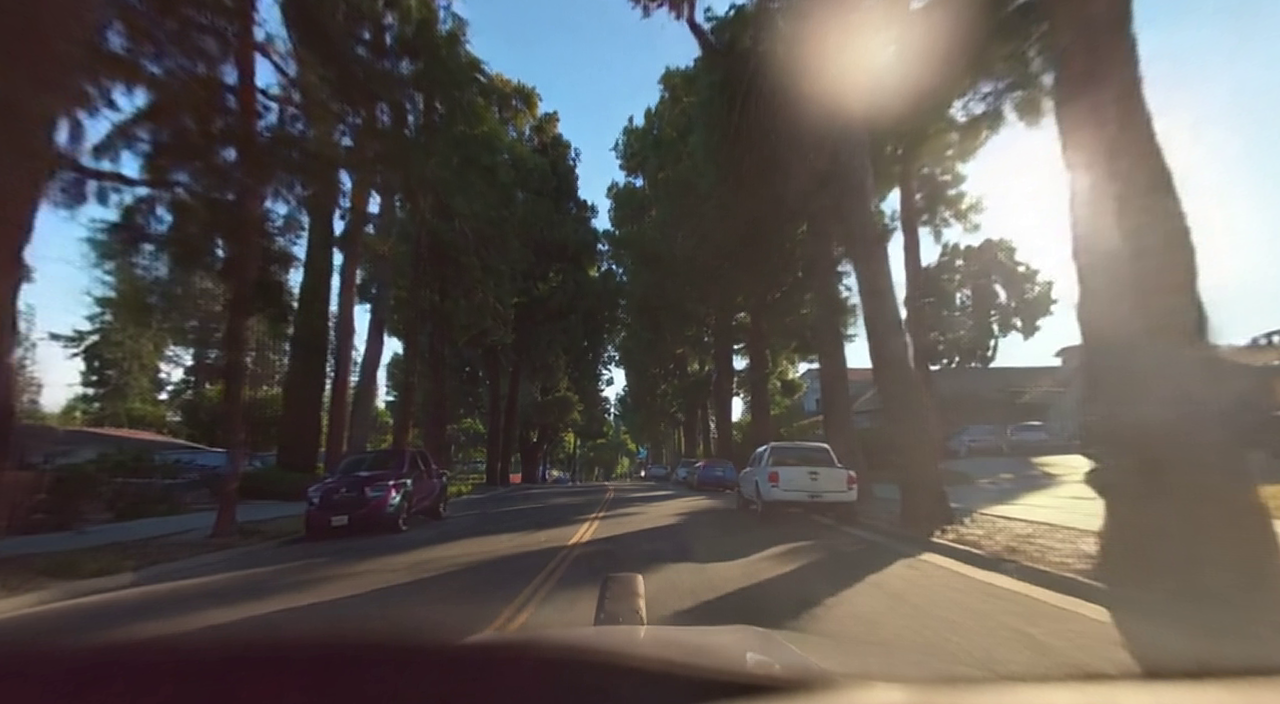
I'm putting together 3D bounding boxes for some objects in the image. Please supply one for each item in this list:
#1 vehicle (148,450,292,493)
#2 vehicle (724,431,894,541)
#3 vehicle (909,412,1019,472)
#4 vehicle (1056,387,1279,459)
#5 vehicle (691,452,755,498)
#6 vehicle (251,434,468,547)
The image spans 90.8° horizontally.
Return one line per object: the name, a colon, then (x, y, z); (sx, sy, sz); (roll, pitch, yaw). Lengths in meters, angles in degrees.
vehicle: (-15.714, 4.450, 23.662); (4.527, 1.466, 1.880); (-3, -9, 16)
vehicle: (3.199, 2.663, 13.176); (2.229, 1.826, 4.611); (-1, -9, 0)
vehicle: (11.498, 3.195, 22.276); (2.100, 1.857, 4.611); (-9, -12, 43)
vehicle: (13.640, 1.881, 16.026); (4.639, 1.634, 2.005); (-3, -10, 16)
vehicle: (3.305, 4.990, 26.035); (1.970, 1.709, 4.568); (0, -9, -1)
vehicle: (-5.178, 2.594, 12.620); (2.155, 1.729, 4.799); (-2, -9, 0)
